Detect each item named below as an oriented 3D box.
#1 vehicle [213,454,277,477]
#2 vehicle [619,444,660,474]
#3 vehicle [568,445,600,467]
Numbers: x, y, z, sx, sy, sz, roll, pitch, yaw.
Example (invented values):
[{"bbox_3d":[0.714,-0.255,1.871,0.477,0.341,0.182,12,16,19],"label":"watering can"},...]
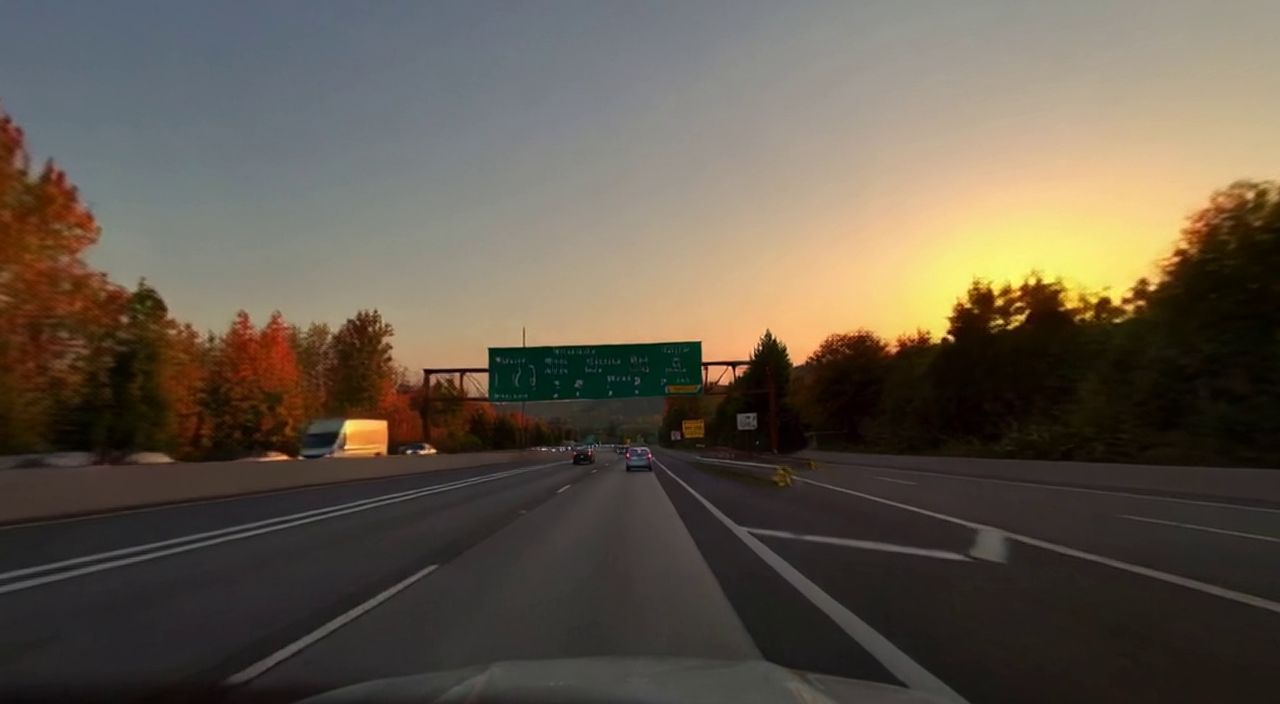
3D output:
[{"bbox_3d":[-27.845,7.981,44.578,1.904,1.509,4.165,0,-9,-2],"label":"vehicle"},{"bbox_3d":[-0.043,5.473,32.369,2.002,1.449,3.612,0,-9,-1],"label":"vehicle"},{"bbox_3d":[-3.988,7.486,45.547,1.877,1.504,3.799,0,-9,1],"label":"vehicle"}]
